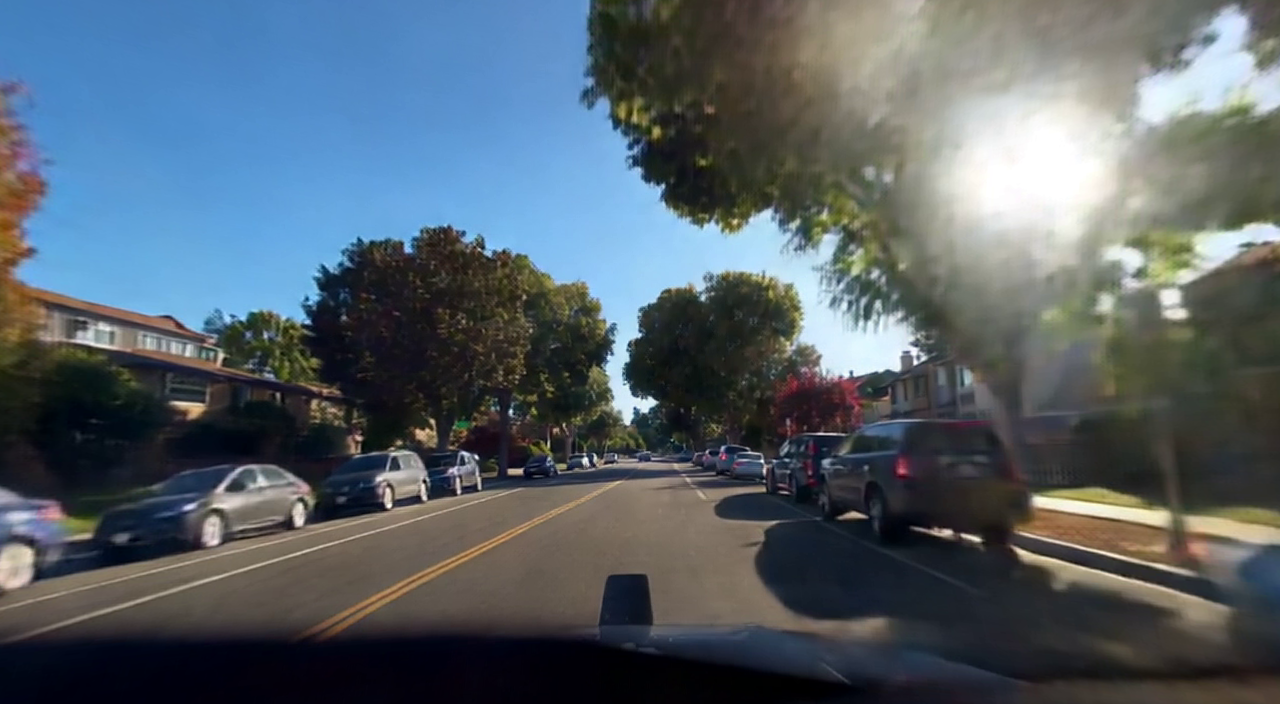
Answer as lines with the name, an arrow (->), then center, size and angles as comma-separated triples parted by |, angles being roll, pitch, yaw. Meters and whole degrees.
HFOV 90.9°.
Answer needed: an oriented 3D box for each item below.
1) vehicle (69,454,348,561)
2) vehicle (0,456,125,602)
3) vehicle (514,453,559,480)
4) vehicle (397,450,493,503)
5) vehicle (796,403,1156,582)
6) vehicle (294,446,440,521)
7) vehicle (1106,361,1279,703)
vehicle -> -7.549, 2.714, 11.766 | 1.948, 1.477, 4.518 | -2, -9, 1
vehicle -> -7.638, 1.760, 5.748 | 1.963, 1.470, 4.671 | -2, -9, 0
vehicle -> -6.465, 7.188, 39.726 | 1.903, 1.463, 4.526 | -1, -8, 2
vehicle -> -7.135, 4.557, 23.621 | 1.996, 1.628, 4.603 | -1, -8, 2
vehicle -> 4.488, 2.014, 10.202 | 2.434, 1.948, 6.400 | 0, -8, 1
vehicle -> -7.388, 3.538, 17.658 | 1.973, 1.755, 4.528 | -1, -8, 1
vehicle -> 3.920, 0.736, 1.436 | 2.216, 1.779, 4.630 | 0, -8, 2
